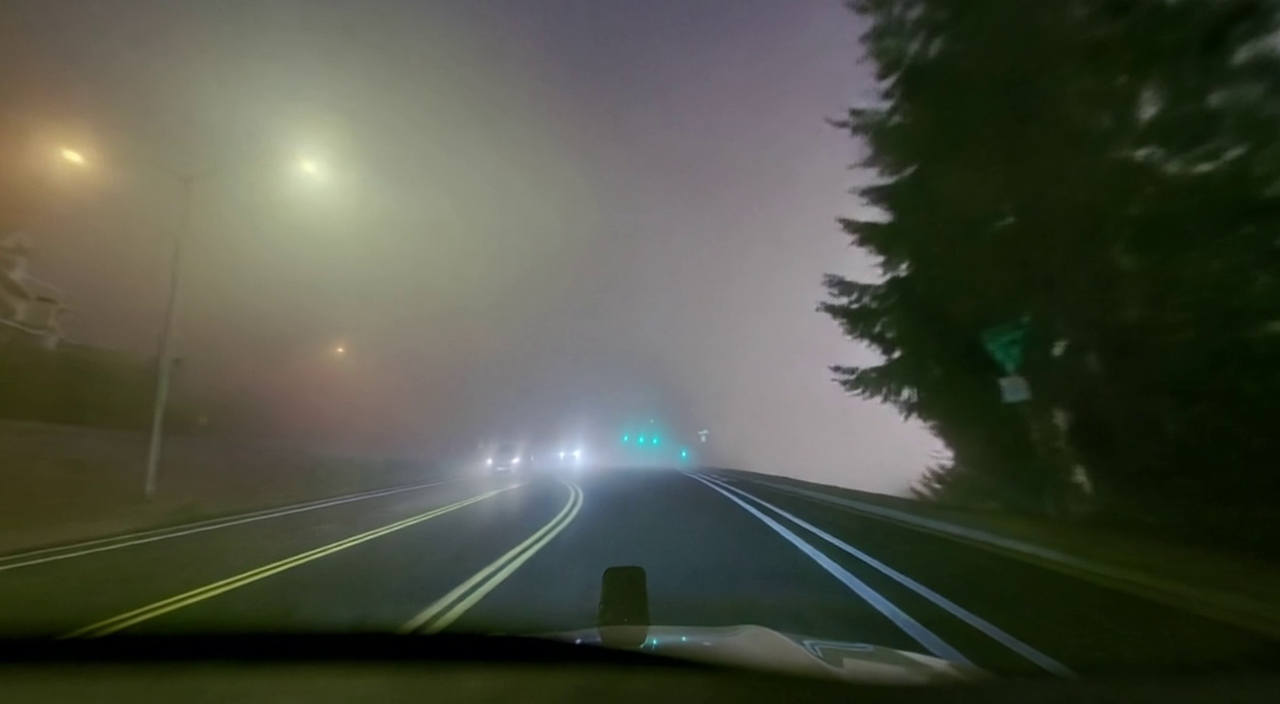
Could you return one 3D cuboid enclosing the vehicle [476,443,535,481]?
[{"bbox_3d":[-6.368,5.245,30.289,1.972,1.684,4.144,0,-8,-1],"label":"vehicle"}]
